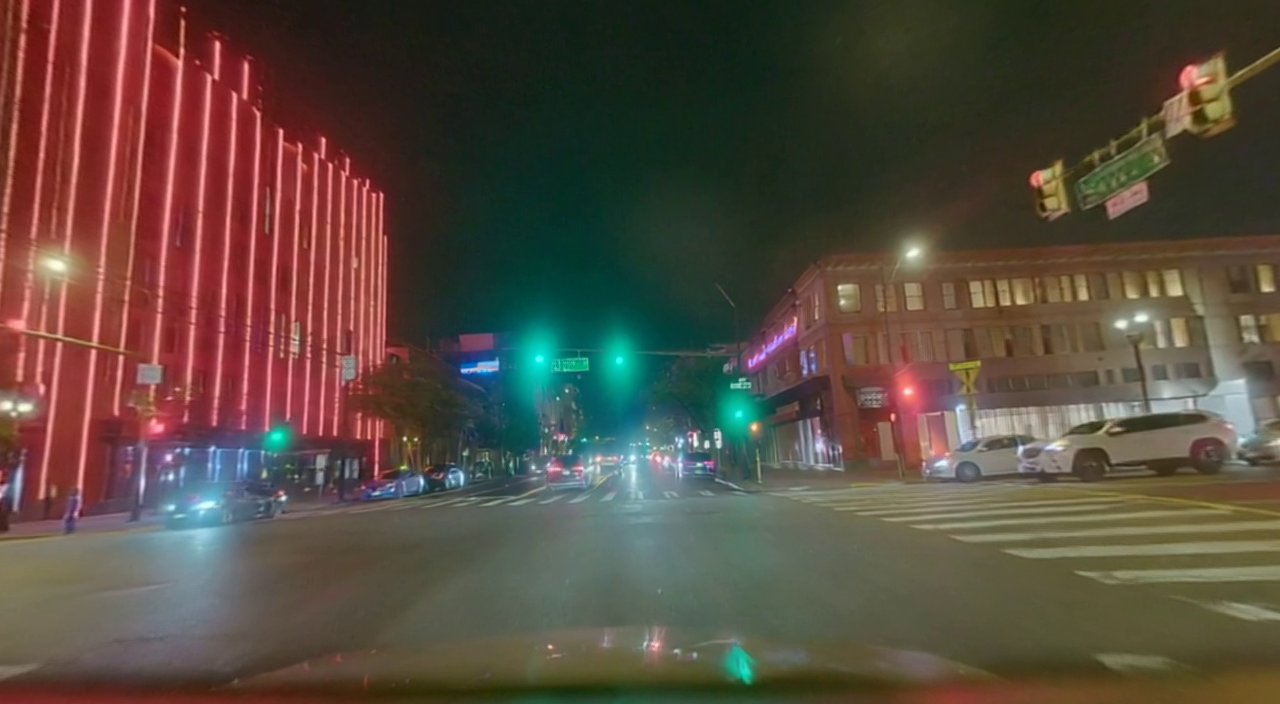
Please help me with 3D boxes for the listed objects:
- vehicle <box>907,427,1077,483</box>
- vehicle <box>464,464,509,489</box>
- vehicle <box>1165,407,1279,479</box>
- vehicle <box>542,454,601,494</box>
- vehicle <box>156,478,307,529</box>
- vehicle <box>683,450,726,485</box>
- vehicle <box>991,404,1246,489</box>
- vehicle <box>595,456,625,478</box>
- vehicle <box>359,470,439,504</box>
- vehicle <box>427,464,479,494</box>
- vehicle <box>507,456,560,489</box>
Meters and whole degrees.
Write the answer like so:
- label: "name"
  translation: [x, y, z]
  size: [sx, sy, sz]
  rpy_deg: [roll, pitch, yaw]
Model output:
- label: "vehicle"
  translation: [11.265, 3.325, 20.413]
  size: [4.288, 1.689, 1.909]
  rpy_deg: [-1, -8, 1]
- label: "vehicle"
  translation: [-11.315, 9.203, 46.769]
  size: [2.041, 1.526, 4.749]
  rpy_deg: [0, -8, 1]
- label: "vehicle"
  translation: [14.976, 2.016, 14.027]
  size: [4.801, 1.497, 1.895]
  rpy_deg: [0, -8, 0]
- label: "vehicle"
  translation: [-2.856, 5.173, 27.029]
  size: [1.973, 1.496, 3.713]
  rpy_deg: [-1, -8, 2]
- label: "vehicle"
  translation: [-15.583, 5.766, 24.383]
  size: [1.999, 1.466, 4.535]
  rpy_deg: [-3, -9, 18]
- label: "vehicle"
  translation: [3.601, 6.508, 35.799]
  size: [1.924, 1.765, 3.954]
  rpy_deg: [0, -8, -1]
- label: "vehicle"
  translation: [12.813, 2.552, 17.204]
  size: [5.004, 1.771, 2.159]
  rpy_deg: [-5, -8, 1]
- label: "vehicle"
  translation: [-2.273, 8.792, 48.306]
  size: [1.916, 1.487, 4.535]
  rpy_deg: [-1, -8, 2]
- label: "vehicle"
  translation: [-12.133, 6.819, 32.122]
  size: [1.934, 1.434, 4.636]
  rpy_deg: [-1, -8, 5]
- label: "vehicle"
  translation: [-11.729, 7.975, 39.815]
  size: [1.933, 1.628, 3.973]
  rpy_deg: [-1, -8, 3]
- label: "vehicle"
  translation: [-5.626, 6.405, 33.756]
  size: [1.942, 1.559, 4.298]
  rpy_deg: [-1, -8, 2]
